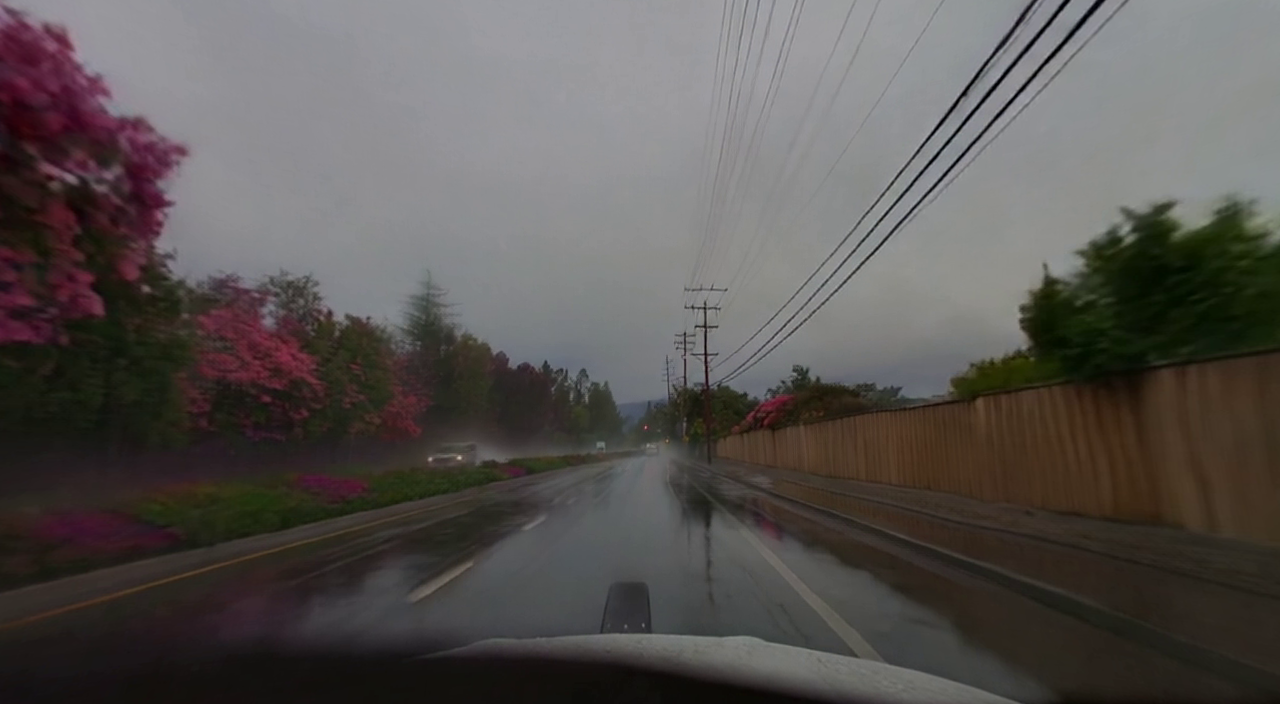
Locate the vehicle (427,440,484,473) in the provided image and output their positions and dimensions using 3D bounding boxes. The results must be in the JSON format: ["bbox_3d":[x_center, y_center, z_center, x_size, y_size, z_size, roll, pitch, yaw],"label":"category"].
[{"bbox_3d":[-10.858,6.145,37.418,2.044,1.815,4.244,0,-8,1],"label":"vehicle"}]
